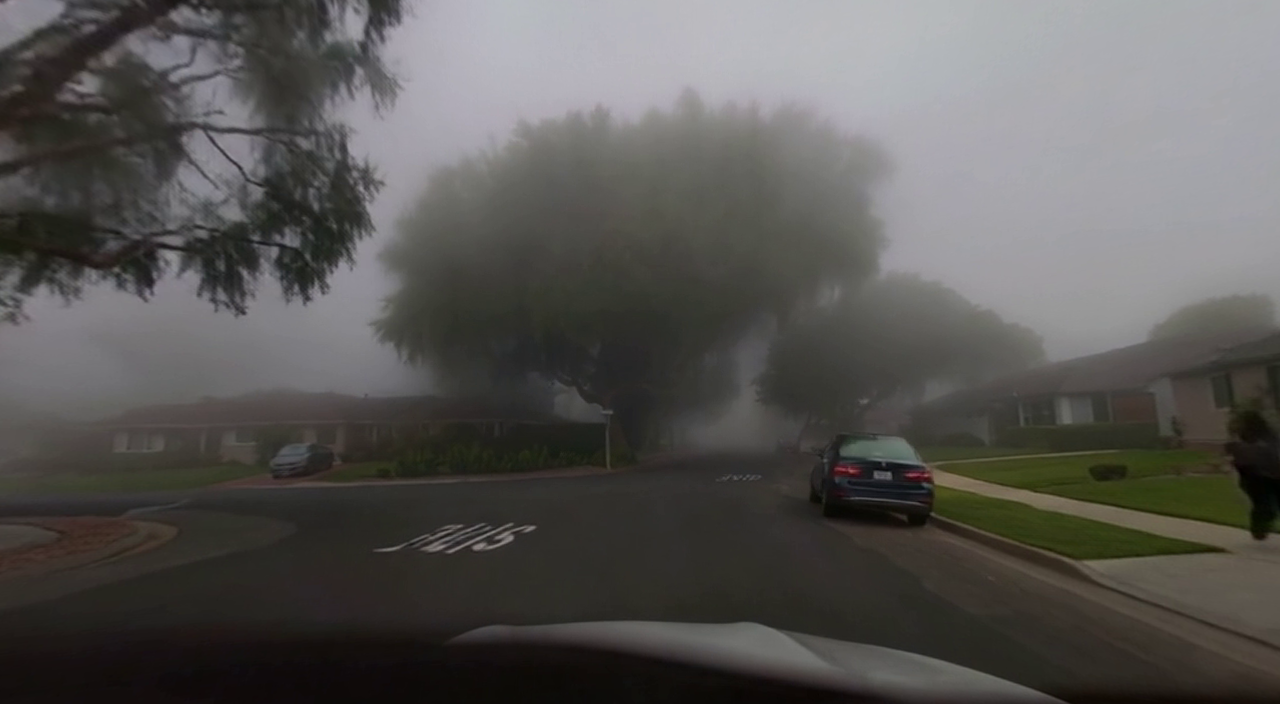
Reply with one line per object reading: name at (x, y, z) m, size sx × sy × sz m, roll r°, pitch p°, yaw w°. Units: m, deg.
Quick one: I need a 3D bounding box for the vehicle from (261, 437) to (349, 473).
vehicle at (-18.047, 5.592, 34.358) m, size 2.021 × 1.798 × 4.491 m, roll -1°, pitch -9°, yaw 5°

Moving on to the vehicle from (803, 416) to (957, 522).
vehicle at (4.580, 2.302, 12.841) m, size 2.053 × 1.737 × 4.375 m, roll -2°, pitch -9°, yaw 9°
